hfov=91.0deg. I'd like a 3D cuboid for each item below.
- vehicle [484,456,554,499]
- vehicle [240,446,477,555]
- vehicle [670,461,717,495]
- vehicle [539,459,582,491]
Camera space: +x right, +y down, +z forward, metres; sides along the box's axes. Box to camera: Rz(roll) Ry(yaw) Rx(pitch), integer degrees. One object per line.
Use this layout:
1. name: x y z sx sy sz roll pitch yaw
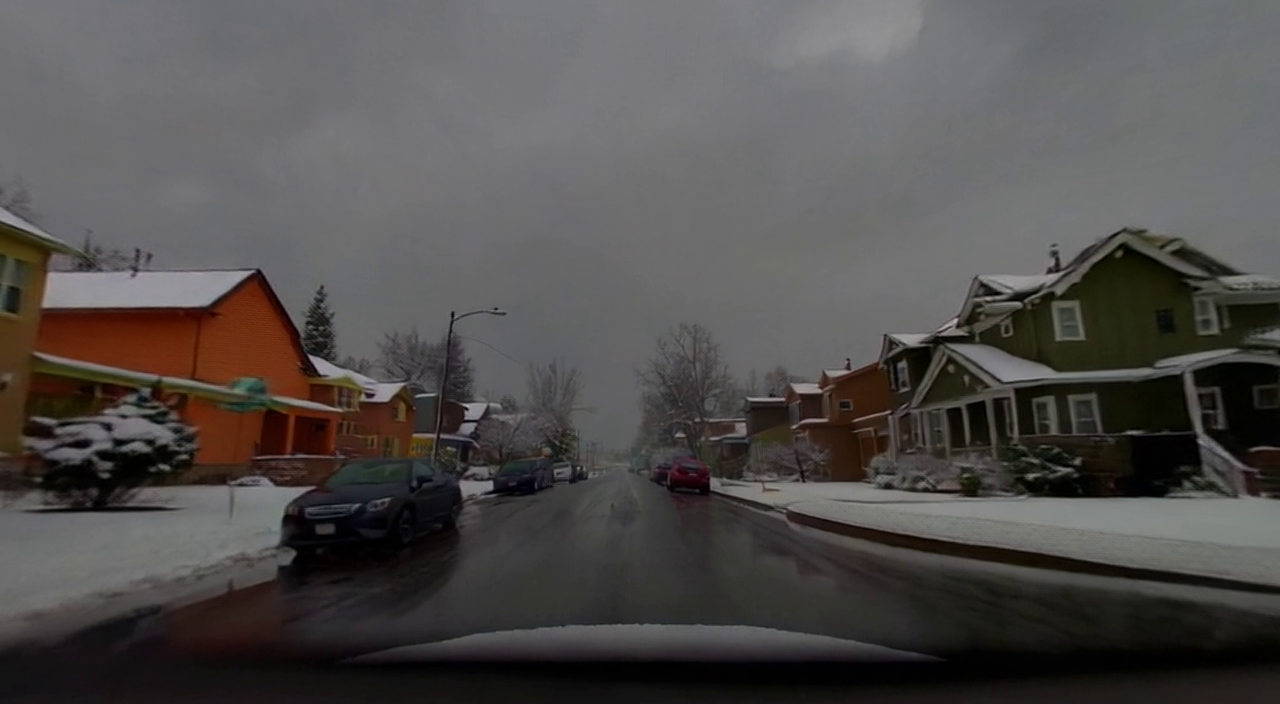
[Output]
1. vehicle: -4.810 5.066 25.819 2.020 1.470 5.300 0 -9 -2
2. vehicle: -4.563 2.482 11.212 2.080 1.471 4.638 1 -10 -1
3. vehicle: 2.684 6.414 32.345 1.888 1.484 4.476 0 -9 -2
4. vehicle: -4.674 7.261 37.463 2.089 1.508 4.537 2 -7 -2
